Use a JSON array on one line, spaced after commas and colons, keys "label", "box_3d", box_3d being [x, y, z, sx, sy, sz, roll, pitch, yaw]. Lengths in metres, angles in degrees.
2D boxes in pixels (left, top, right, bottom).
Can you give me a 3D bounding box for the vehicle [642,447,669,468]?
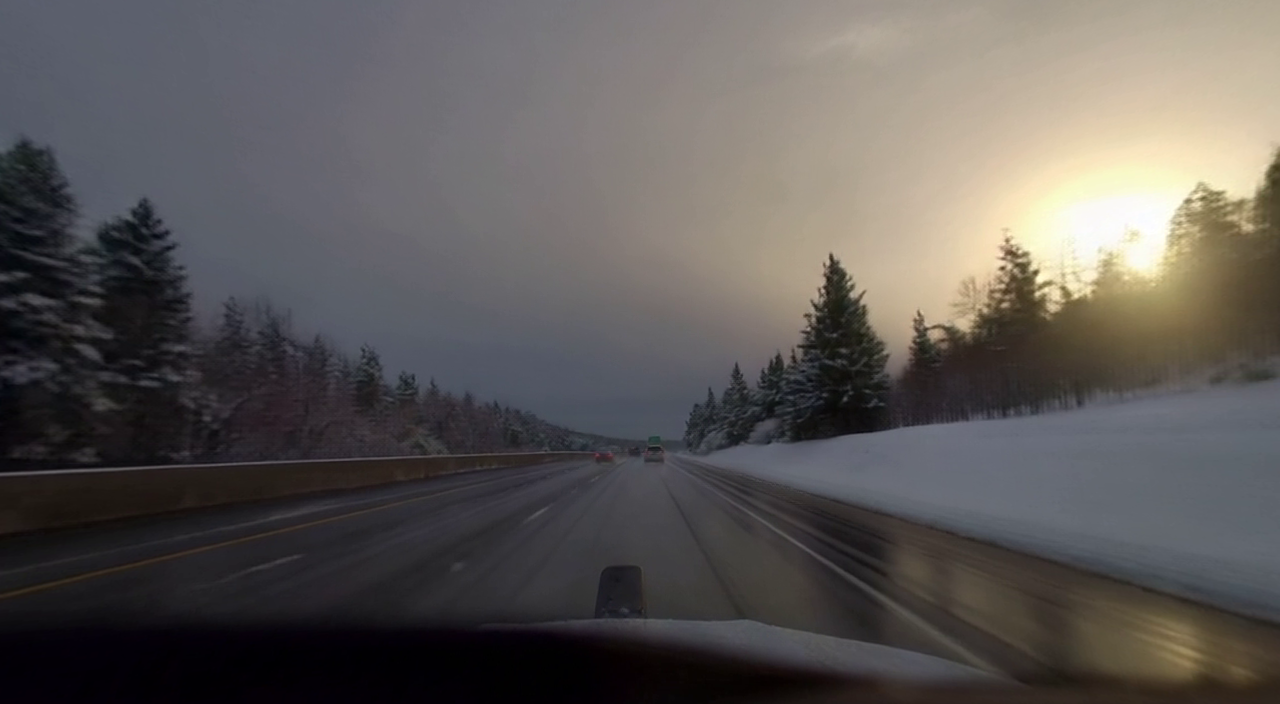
[{"label": "vehicle", "box_3d": [1.165, 7.866, 47.248, 1.934, 1.488, 3.832, 0, -9, 0]}]
